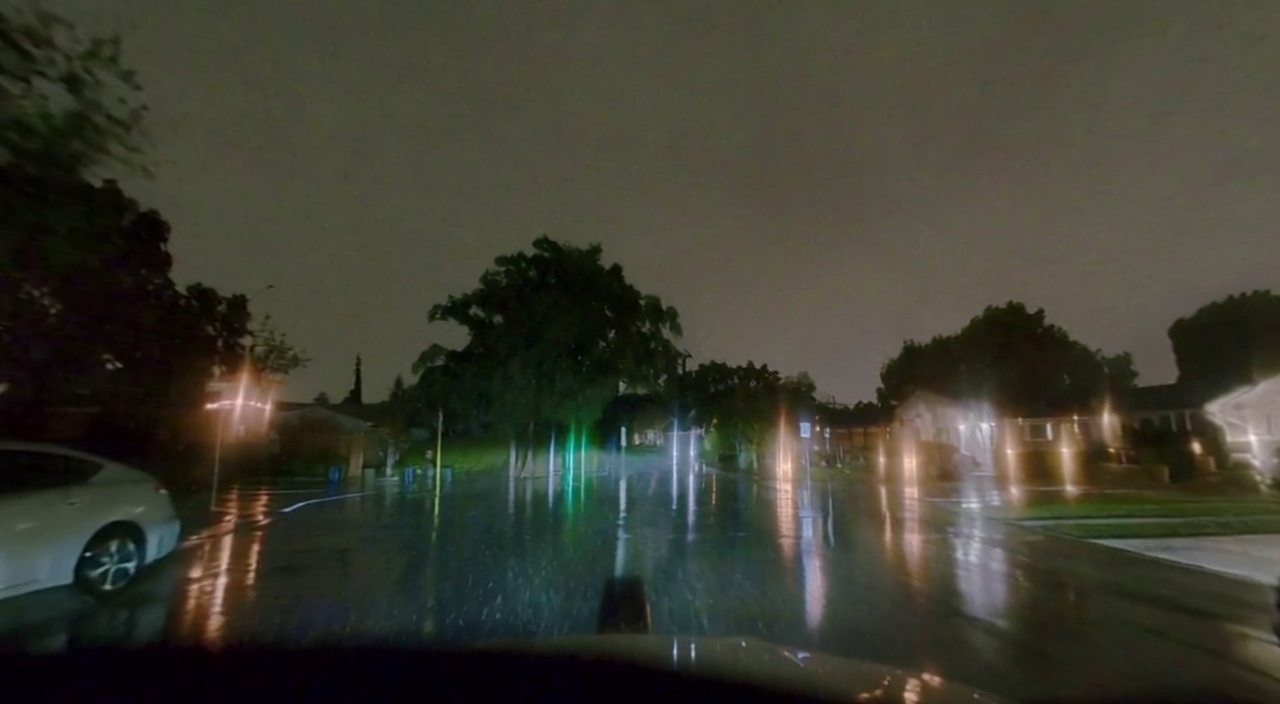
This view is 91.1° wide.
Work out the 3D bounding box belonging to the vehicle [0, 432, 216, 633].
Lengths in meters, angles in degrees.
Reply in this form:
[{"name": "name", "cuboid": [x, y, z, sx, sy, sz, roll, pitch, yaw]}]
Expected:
[{"name": "vehicle", "cuboid": [-5.633, 1.371, 4.409, 1.943, 1.433, 4.717, -6, -10, 2]}]
